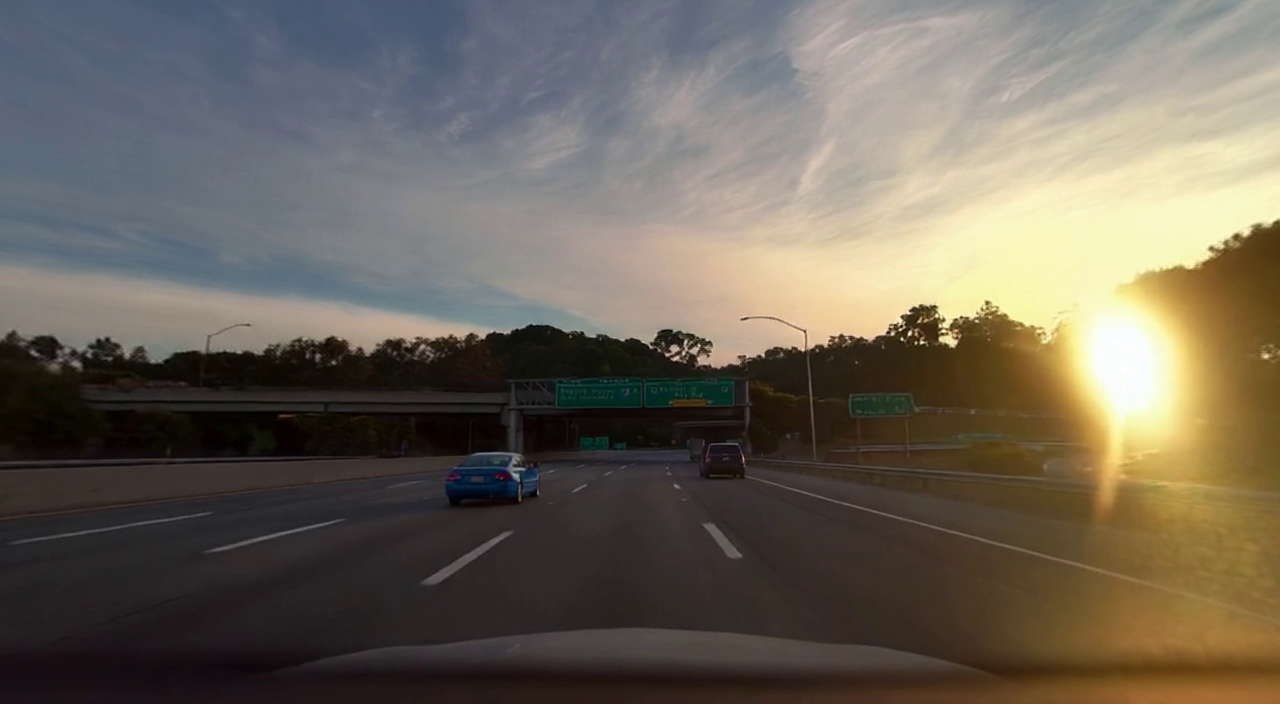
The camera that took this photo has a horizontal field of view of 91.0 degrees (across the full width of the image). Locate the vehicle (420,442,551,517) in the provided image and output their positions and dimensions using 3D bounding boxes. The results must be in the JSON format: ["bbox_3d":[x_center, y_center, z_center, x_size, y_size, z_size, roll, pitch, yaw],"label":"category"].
[{"bbox_3d":[-3.457,2.924,15.012,1.937,1.490,4.372,0,-9,1],"label":"vehicle"}]

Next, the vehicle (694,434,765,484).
[{"bbox_3d":[3.524,4.313,25.681,2.225,1.833,4.340,0,-9,0],"label":"vehicle"}]
